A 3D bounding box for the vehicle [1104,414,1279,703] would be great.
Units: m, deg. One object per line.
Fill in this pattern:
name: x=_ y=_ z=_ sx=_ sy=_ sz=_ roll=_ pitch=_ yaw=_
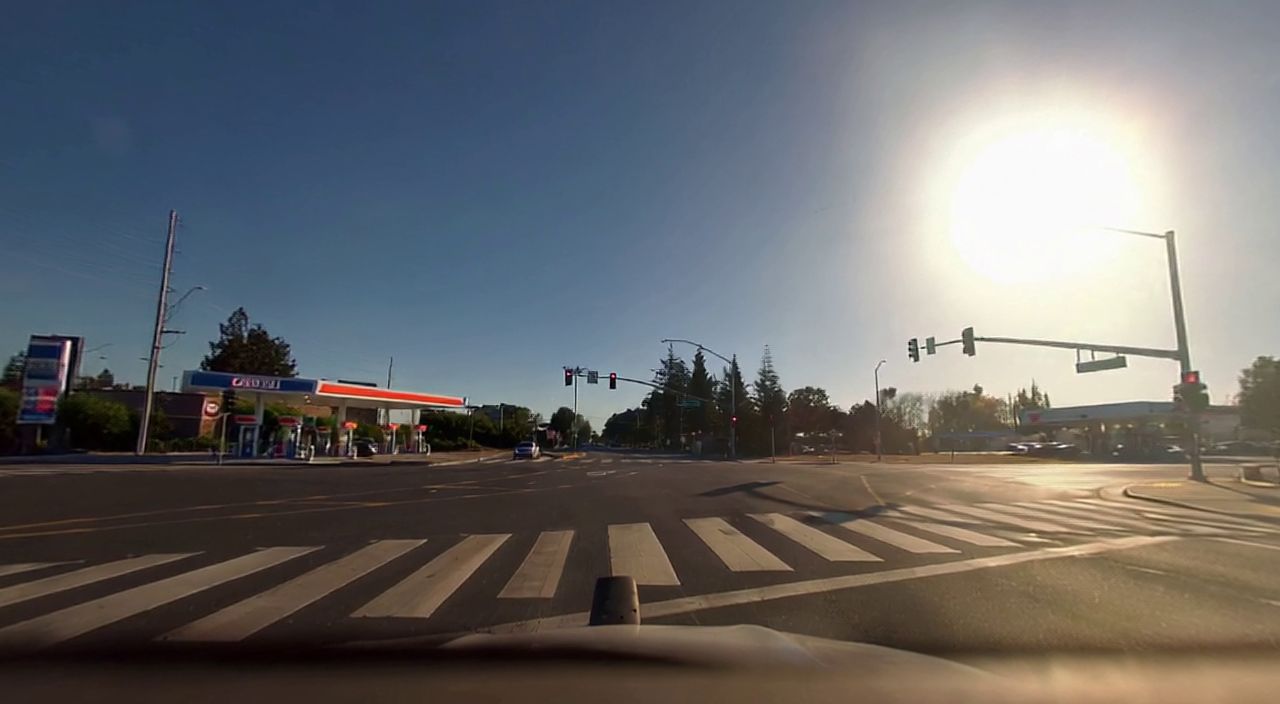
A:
vehicle: x=3.313 y=0.728 z=0.816 sx=2.023 sy=1.437 sz=4.477 roll=0 pitch=-9 yaw=0
